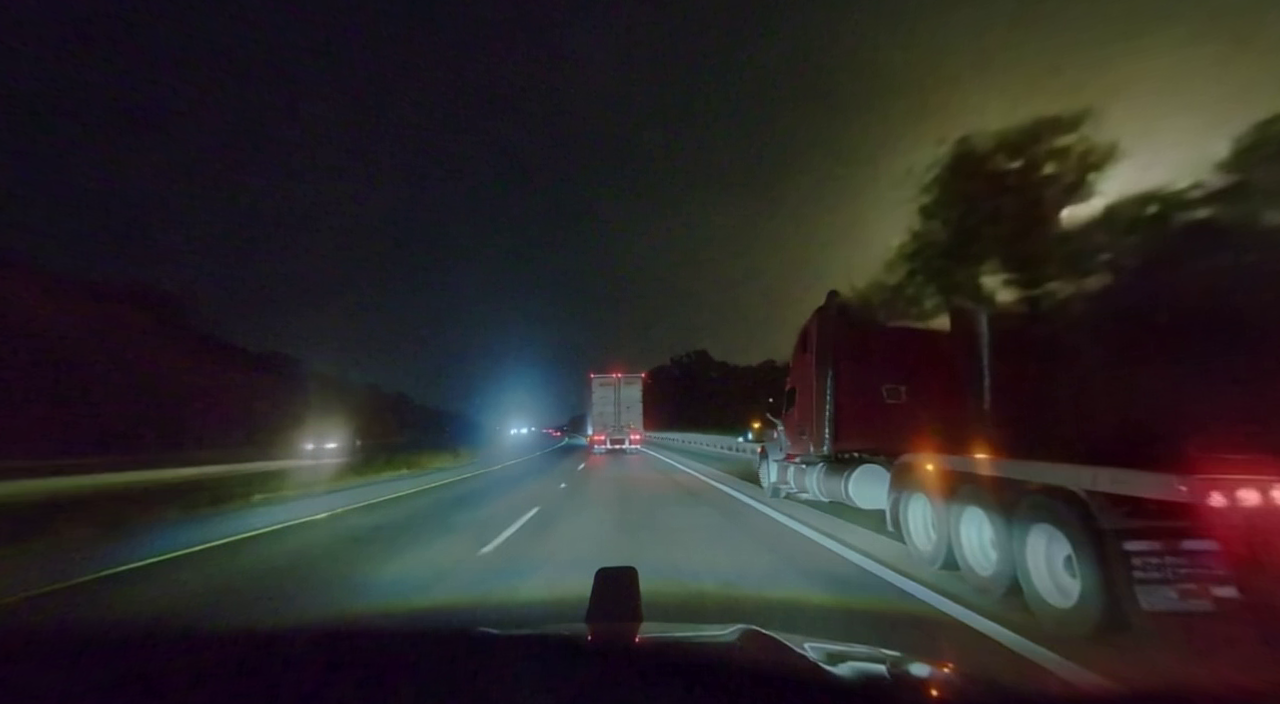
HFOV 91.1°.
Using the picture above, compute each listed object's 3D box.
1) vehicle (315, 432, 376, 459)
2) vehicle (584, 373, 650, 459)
[{"bbox_3d":[-18.249,5.816,39.204,1.879,1.564,4.435,0,-8,-4],"label":"vehicle"},{"bbox_3d":[-1.317,3.647,34.362,3.023,3.965,10.402,0,-8,-3],"label":"vehicle"}]
